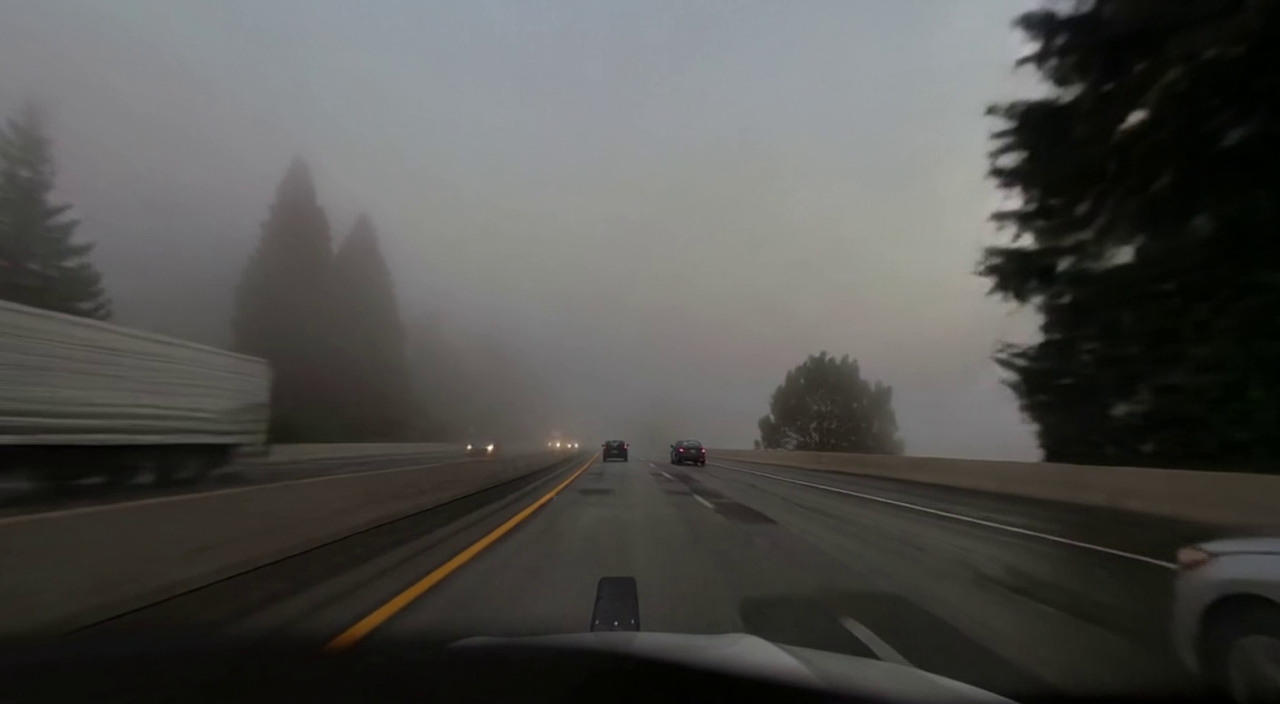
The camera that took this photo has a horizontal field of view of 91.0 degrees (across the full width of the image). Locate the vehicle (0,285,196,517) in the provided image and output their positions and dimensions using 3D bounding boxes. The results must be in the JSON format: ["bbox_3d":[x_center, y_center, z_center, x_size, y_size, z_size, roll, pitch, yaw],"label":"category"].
[{"bbox_3d":[-11.766,0.765,9.787,3.188,3.647,8.856,-1,-8,0],"label":"vehicle"}]

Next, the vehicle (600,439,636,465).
[{"bbox_3d":[-1.446,6.438,40.685,2.178,1.559,4.254,0,-8,-3],"label":"vehicle"}]

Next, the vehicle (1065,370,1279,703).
[{"bbox_3d":[3.419,0.635,0.901,2.055,1.566,5.046,-1,-8,0],"label":"vehicle"}]

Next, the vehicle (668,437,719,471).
[{"bbox_3d":[2.612,5.066,31.537,2.146,1.546,3.796,-1,-8,0],"label":"vehicle"}]

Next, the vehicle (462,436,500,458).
[{"bbox_3d":[-11.522,6.939,45.876,1.872,1.499,3.792,-1,-8,-1],"label":"vehicle"}]
